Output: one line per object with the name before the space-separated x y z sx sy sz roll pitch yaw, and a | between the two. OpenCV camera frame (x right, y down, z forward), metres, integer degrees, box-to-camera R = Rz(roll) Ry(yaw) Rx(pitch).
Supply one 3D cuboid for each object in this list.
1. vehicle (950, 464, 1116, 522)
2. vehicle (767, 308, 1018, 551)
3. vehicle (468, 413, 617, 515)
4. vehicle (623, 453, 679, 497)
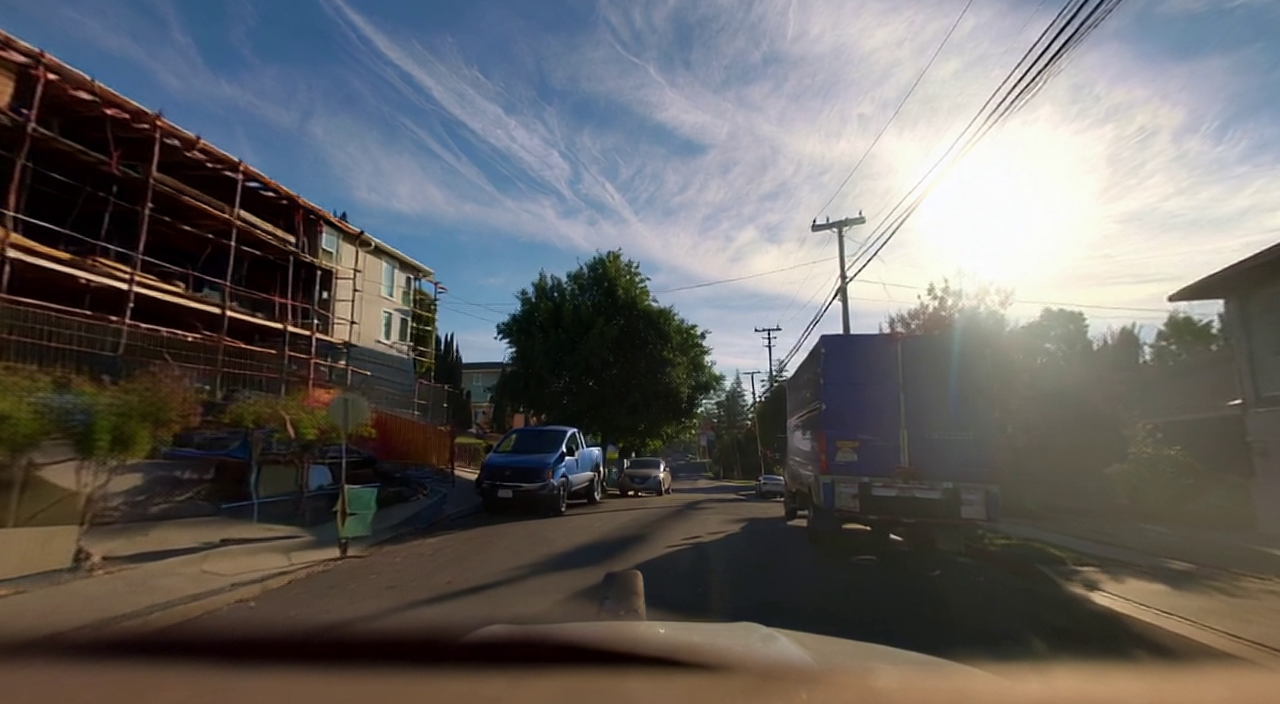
vehicle | 15.744 5.641 25.555 5.321 1.857 1.976 -2 -3 14
vehicle | 4.940 1.906 14.968 2.915 3.793 9.963 0 -8 7
vehicle | -2.102 2.510 15.129 2.171 1.910 4.789 -2 -5 8
vehicle | 0.651 6.087 31.559 2.257 1.916 5.089 -1 -9 7
